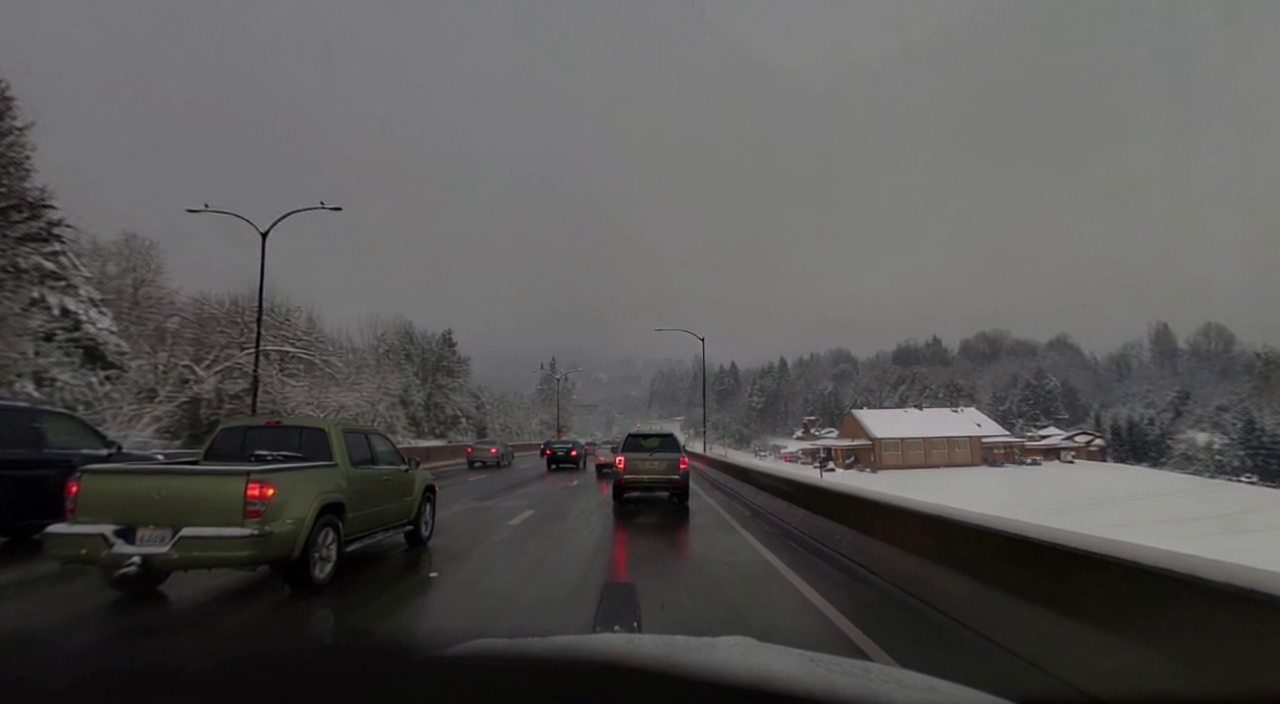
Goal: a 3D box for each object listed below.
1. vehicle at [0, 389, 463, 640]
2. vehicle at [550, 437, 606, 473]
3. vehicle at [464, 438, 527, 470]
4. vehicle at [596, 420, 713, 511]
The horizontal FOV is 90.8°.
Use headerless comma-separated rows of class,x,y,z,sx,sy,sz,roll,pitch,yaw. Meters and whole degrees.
vehicle,-3.612,1.432,6.556,2.076,1.688,4.334,-1,-9,3
vehicle,-2.742,4.648,28.703,1.868,1.470,4.105,-1,-9,4
vehicle,-7.025,5.011,31.142,1.856,1.459,4.251,-1,-9,4
vehicle,0.337,2.522,14.424,2.235,1.716,4.435,0,-9,2
